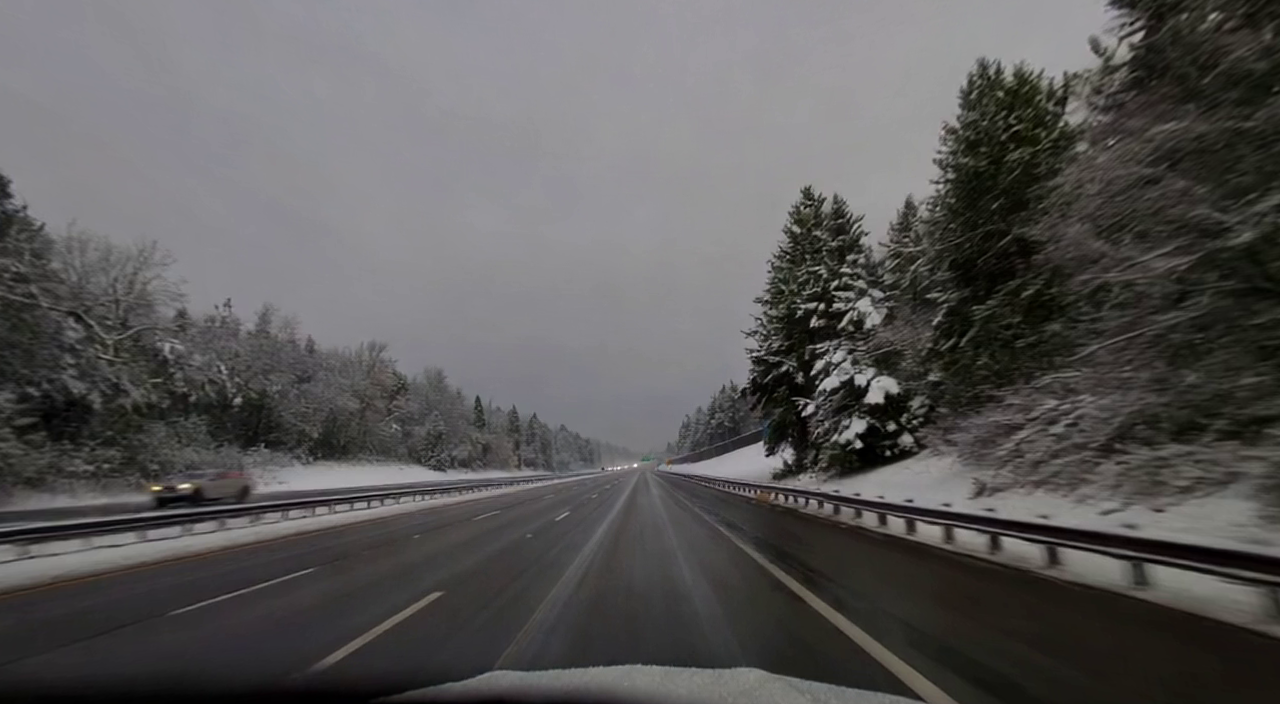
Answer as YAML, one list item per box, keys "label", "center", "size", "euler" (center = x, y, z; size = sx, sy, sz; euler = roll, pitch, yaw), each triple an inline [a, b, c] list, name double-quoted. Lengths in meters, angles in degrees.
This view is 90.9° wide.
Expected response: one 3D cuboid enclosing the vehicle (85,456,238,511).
- label: "vehicle"
  center: [-17.147, 4.727, 22.945]
  size: [1.974, 1.730, 4.507]
  euler: [1, -11, 0]
